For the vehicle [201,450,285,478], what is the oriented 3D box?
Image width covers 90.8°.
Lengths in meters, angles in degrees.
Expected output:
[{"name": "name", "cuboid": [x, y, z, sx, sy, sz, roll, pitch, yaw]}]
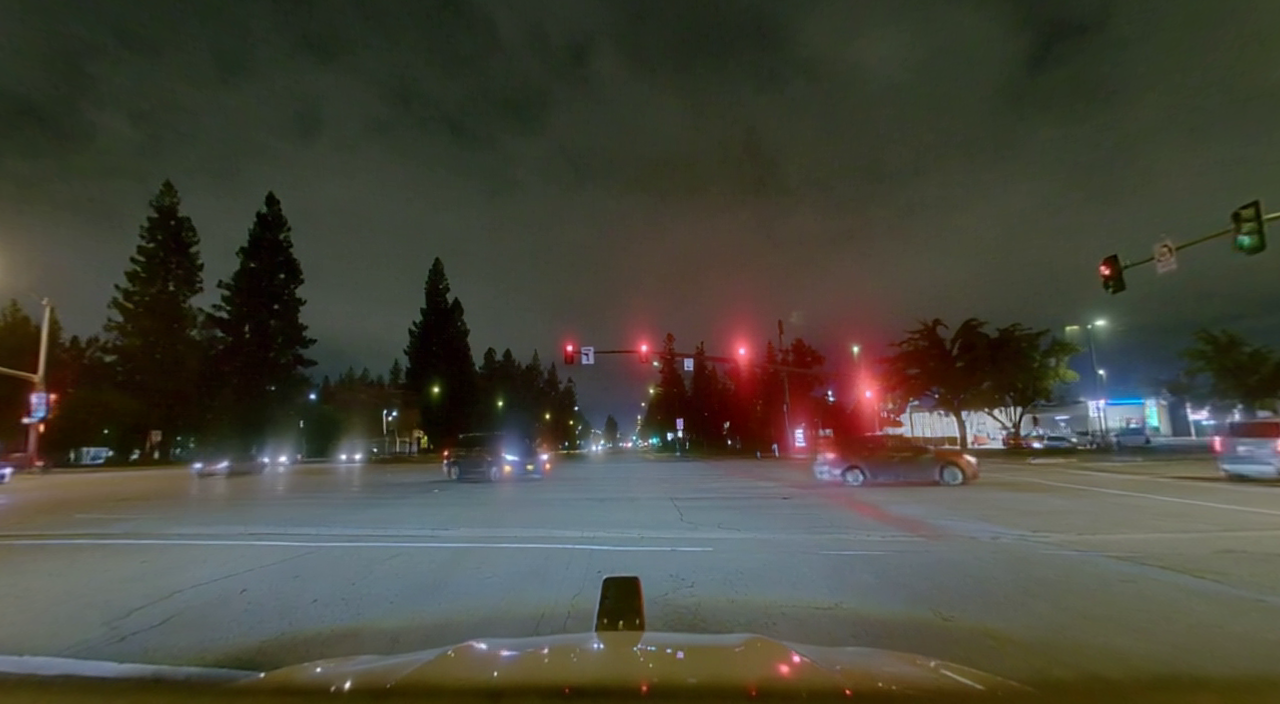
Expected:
[{"name": "vehicle", "cuboid": [-23.130, 6.519, 37.031, 1.909, 1.473, 4.571, 0, -8, 1]}]

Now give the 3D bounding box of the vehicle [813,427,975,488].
[{"name": "vehicle", "cuboid": [7.409, 3.134, 18.922, 4.180, 1.678, 1.982, -2, -9, 13]}]

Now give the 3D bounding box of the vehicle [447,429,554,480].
[{"name": "vehicle", "cuboid": [-6.154, 4.402, 27.468, 2.223, 1.972, 5.310, 7, -11, -41]}]
